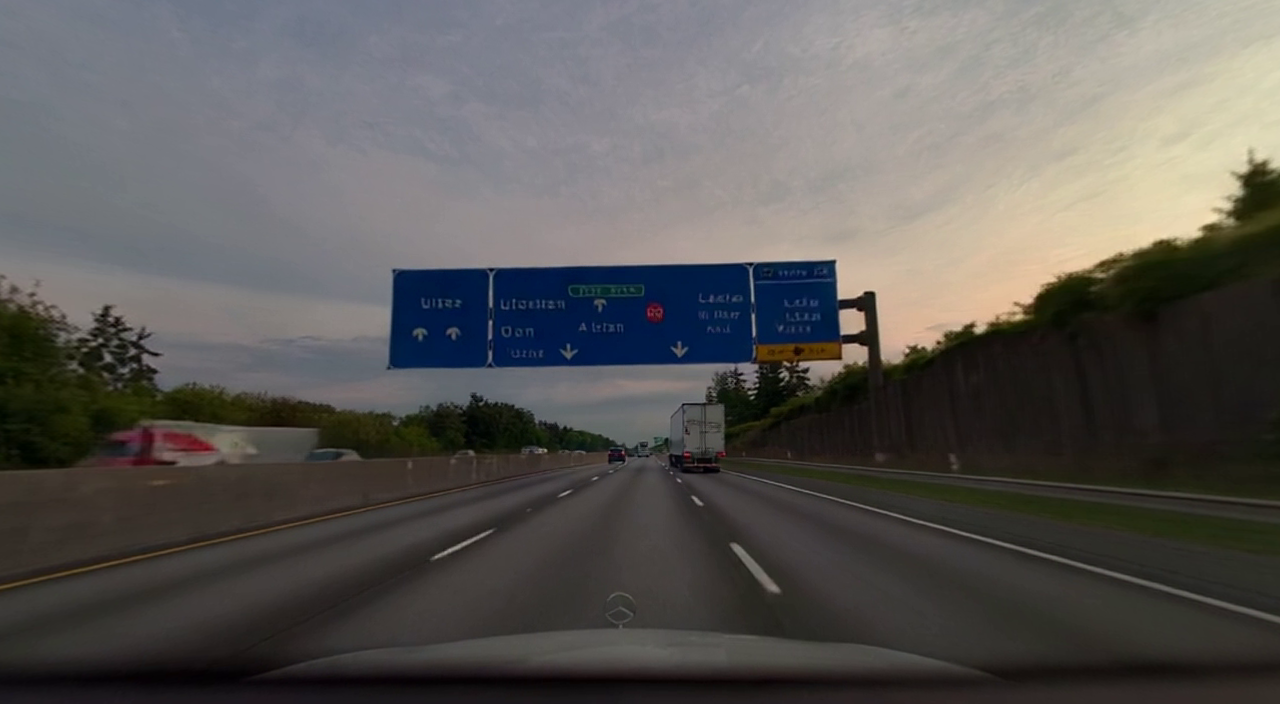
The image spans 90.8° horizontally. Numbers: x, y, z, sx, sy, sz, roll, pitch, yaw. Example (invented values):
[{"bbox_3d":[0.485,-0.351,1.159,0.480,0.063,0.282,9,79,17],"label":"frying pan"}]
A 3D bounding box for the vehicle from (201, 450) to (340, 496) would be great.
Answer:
[{"bbox_3d":[-13.220,4.352,23.016,2.001,1.480,4.758,0,-9,2],"label":"vehicle"}]

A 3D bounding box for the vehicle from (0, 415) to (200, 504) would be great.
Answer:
[{"bbox_3d":[-20.264,4.001,23.756,2.609,2.874,6.399,0,-9,1],"label":"vehicle"}]

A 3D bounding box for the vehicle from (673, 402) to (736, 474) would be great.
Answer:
[{"bbox_3d":[3.954,5.979,42.583,2.901,4.032,14.338,0,-9,1],"label":"vehicle"}]
